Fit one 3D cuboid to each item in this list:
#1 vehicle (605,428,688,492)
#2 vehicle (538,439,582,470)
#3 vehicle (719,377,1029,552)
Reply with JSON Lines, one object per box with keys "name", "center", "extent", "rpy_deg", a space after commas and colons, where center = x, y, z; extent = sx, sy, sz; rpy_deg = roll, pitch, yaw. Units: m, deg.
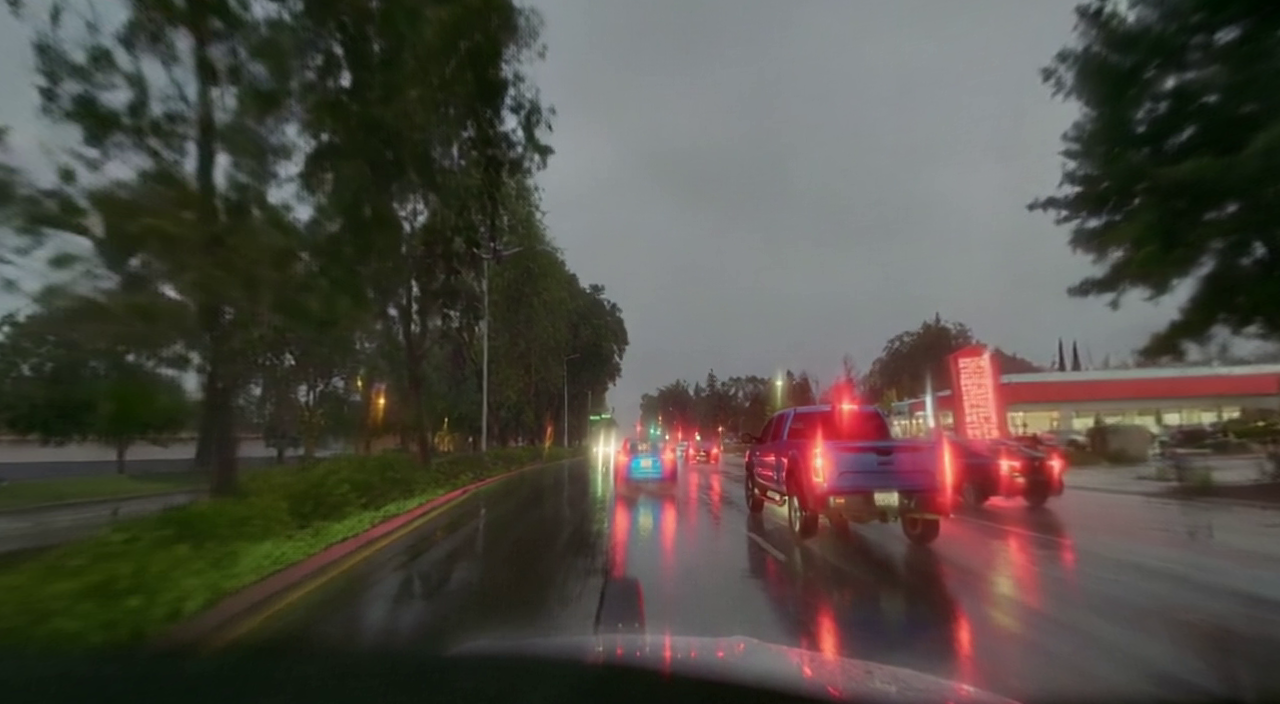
{"name": "vehicle", "center": [0.126, 3.097, 18.351], "extent": [2.145, 1.650, 4.021], "rpy_deg": [0, -8, -1]}
{"name": "vehicle", "center": [-3.980, 5.207, 32.069], "extent": [1.960, 1.475, 4.161], "rpy_deg": [1, -9, -4]}
{"name": "vehicle", "center": [3.234, 1.806, 10.728], "extent": [2.731, 2.101, 6.047], "rpy_deg": [1, -8, -3]}
